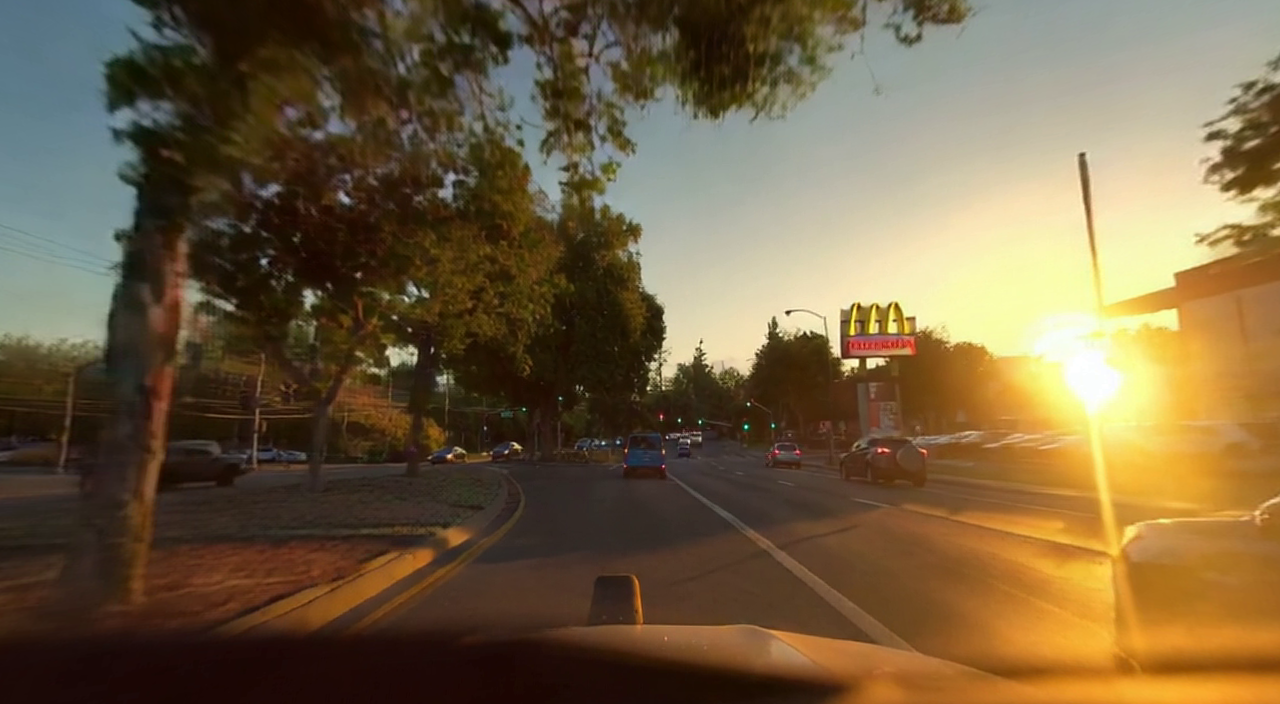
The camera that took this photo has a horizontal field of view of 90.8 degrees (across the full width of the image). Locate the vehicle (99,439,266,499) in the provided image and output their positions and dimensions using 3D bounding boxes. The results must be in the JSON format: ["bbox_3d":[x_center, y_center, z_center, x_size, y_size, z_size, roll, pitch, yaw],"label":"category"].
[{"bbox_3d":[-14.455,3.732,20.381,2.136,1.676,4.371,-1,-9,-1],"label":"vehicle"}]

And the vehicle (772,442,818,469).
[{"bbox_3d":[9.347,6.271,38.393,1.879,1.517,4.006,0,-8,1],"label":"vehicle"}]

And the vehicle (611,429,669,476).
[{"bbox_3d":[-0.045,4.575,28.909,2.402,1.938,4.535,0,-8,-1],"label":"vehicle"}]

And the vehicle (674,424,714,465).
[{"bbox_3d":[3.620,6.310,43.121,2.239,2.586,4.586,0,-8,-1],"label":"vehicle"}]

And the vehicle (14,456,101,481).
[{"bbox_3d":[-45.251,9.013,49.206,2.009,1.766,4.873,-1,-9,2],"label":"vehicle"}]

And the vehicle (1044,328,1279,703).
[{"bbox_3d":[3.458,0.642,1.478,2.076,1.716,4.416,0,-8,0],"label":"vehicle"}]

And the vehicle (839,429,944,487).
[{"bbox_3d":[8.575,3.648,22.023,1.977,1.786,4.344,0,-8,2],"label":"vehicle"}]
